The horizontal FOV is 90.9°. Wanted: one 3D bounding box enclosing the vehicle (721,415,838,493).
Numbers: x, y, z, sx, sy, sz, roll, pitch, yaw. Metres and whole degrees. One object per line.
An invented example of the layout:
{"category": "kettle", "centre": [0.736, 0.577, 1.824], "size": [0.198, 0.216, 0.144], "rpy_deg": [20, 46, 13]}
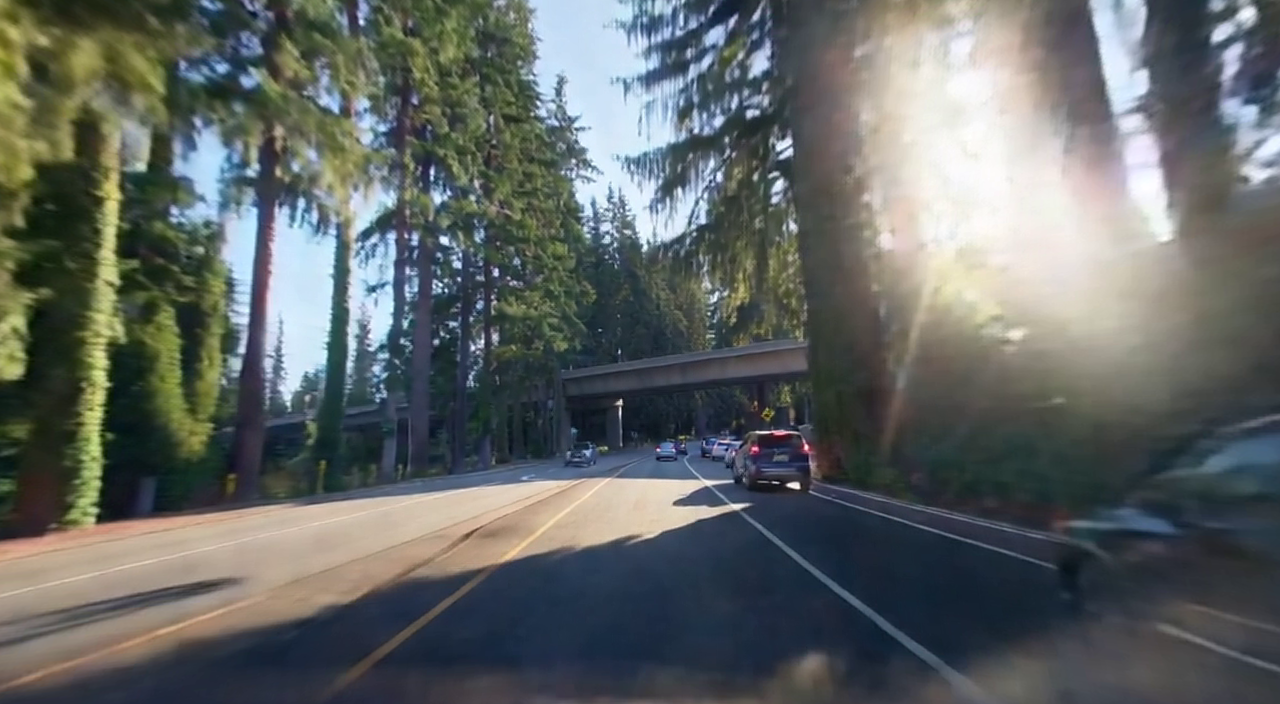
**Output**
{"category": "vehicle", "centre": [3.830, 2.920, 18.343], "size": [2.273, 1.944, 4.866], "rpy_deg": [0, -8, 0]}

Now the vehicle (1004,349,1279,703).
{"category": "vehicle", "centre": [3.741, 0.836, 2.632], "size": [1.938, 1.710, 4.249], "rpy_deg": [0, -8, 1]}

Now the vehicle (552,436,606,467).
{"category": "vehicle", "centre": [-3.179, 5.297, 33.679], "size": [2.009, 1.527, 4.119], "rpy_deg": [-1, -8, 6]}

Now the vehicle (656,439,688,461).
{"category": "vehicle", "centre": [2.344, 7.090, 45.697], "size": [2.078, 1.506, 4.058], "rpy_deg": [-1, -8, 6]}
